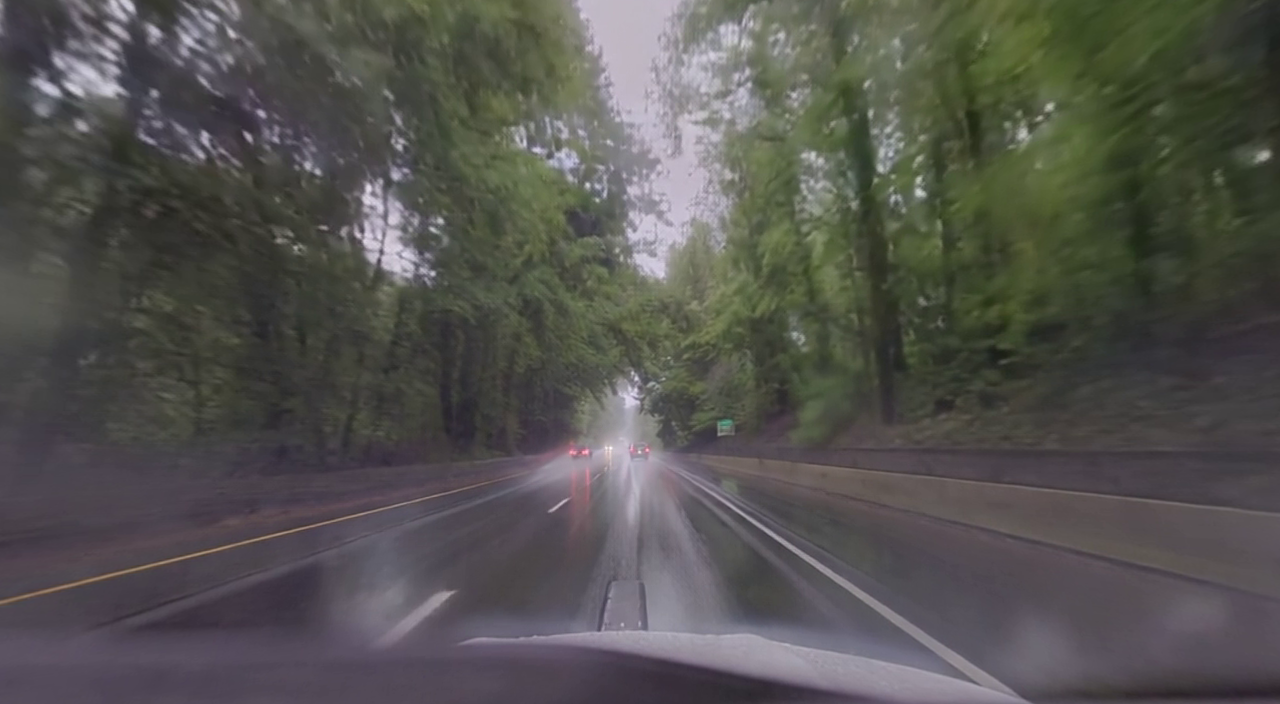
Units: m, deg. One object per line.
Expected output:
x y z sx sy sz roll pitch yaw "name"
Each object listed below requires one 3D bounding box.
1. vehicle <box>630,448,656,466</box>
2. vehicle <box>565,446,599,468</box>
0.206 8.265 49.684 1.989 1.402 3.831 0 -9 0 "vehicle"
-4.248 7.764 46.708 2.112 1.498 4.117 0 -9 0 "vehicle"
